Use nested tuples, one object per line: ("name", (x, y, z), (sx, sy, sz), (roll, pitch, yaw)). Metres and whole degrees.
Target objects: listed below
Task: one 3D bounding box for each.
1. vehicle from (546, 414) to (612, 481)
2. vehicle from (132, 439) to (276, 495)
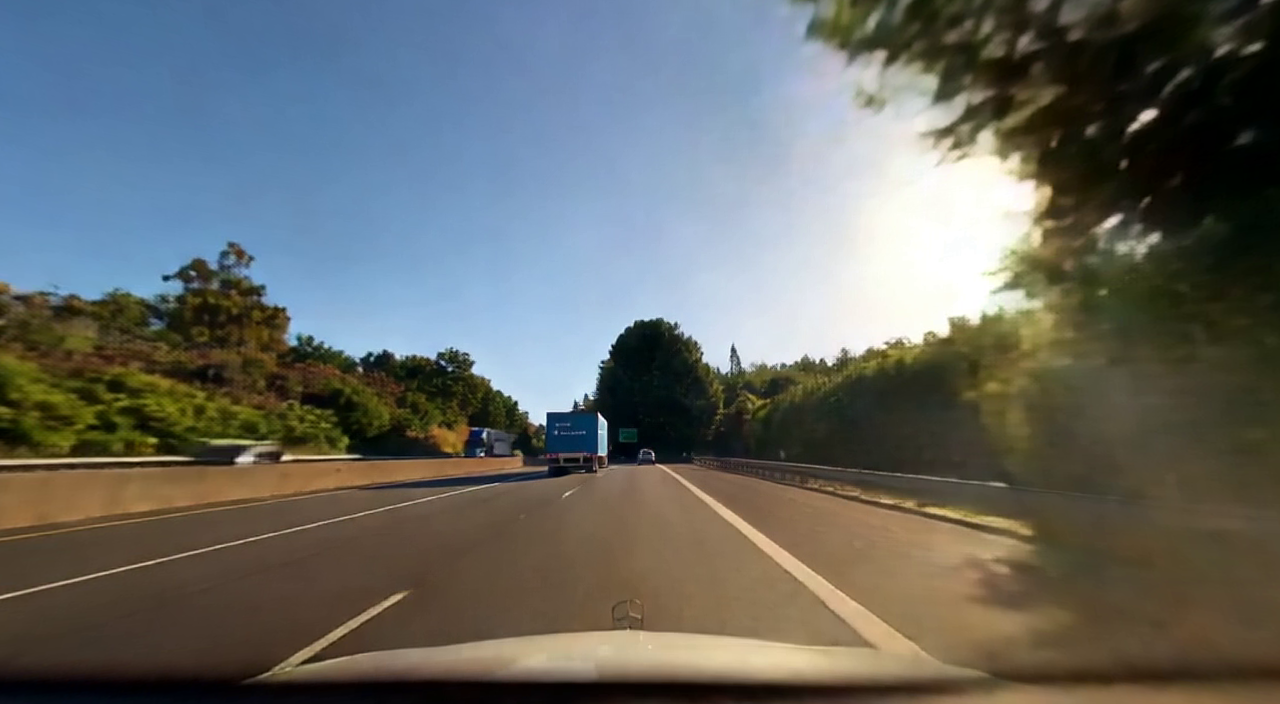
("vehicle", (-3.036, 5.048, 33.286), (2.695, 3.151, 6.885), (0, -9, 0))
("vehicle", (-16.917, 4.449, 24.839), (2.052, 1.943, 4.963), (0, -9, 1))
